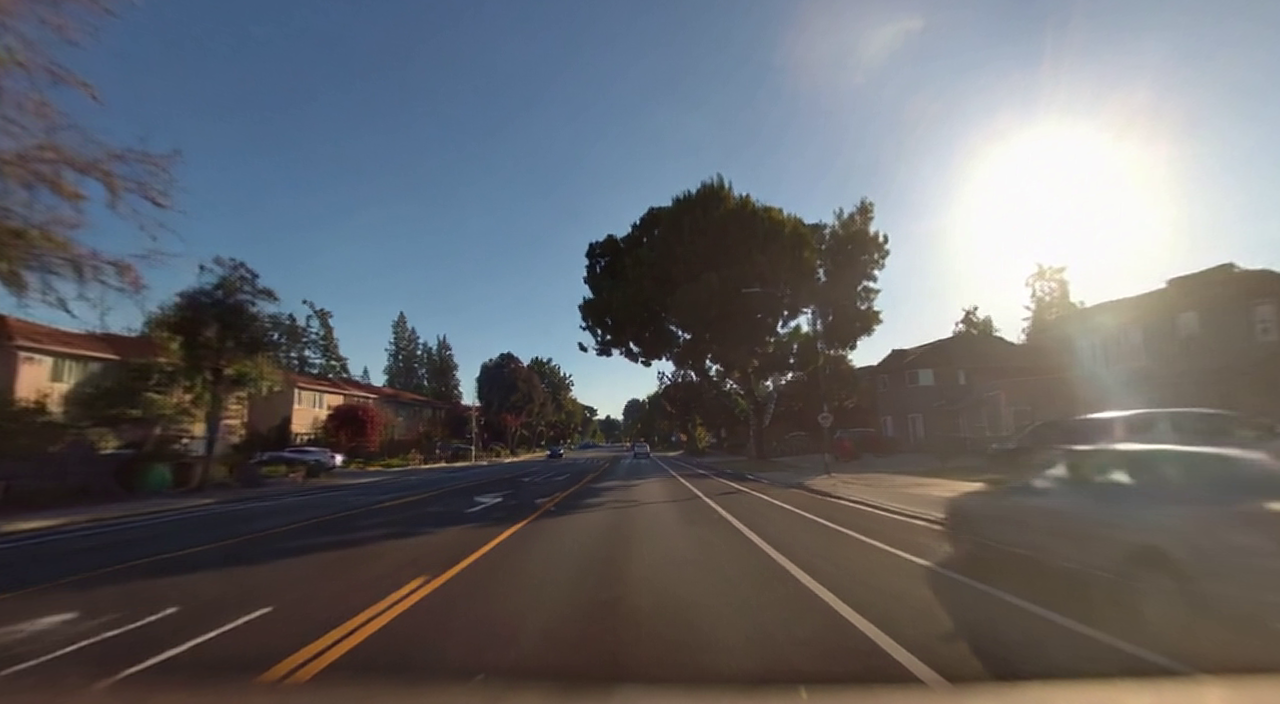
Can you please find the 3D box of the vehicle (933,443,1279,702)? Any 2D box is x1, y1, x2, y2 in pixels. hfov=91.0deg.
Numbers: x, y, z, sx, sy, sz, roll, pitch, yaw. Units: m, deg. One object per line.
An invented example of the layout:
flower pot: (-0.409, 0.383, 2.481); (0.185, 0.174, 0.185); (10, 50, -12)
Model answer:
vehicle: (4.626, 1.494, 5.182); (1.980, 1.465, 4.970); (0, -8, -1)

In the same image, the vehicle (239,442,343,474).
vehicle: (-19.639, 5.962, 35.591); (4.661, 1.726, 1.978); (1, -8, -4)

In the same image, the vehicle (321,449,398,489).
vehicle: (-12.955, 5.383, 29.313); (1.791, 1.552, 3.919); (-3, -8, 0)
